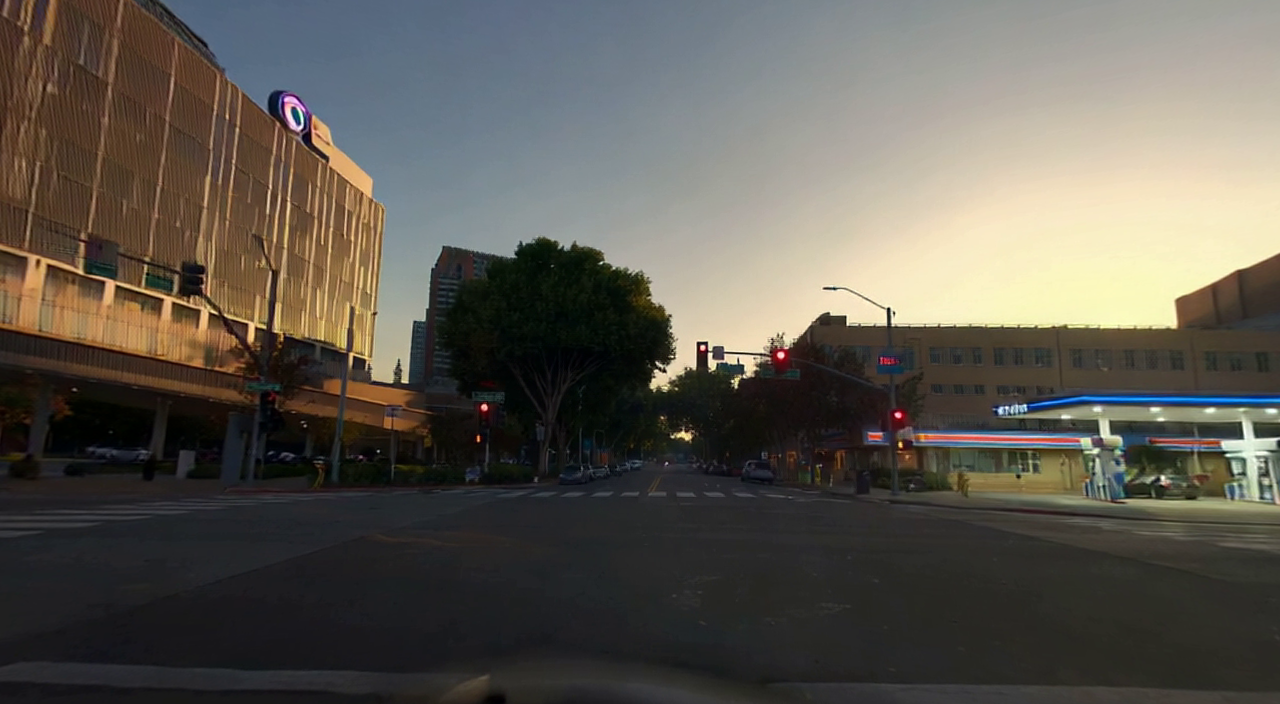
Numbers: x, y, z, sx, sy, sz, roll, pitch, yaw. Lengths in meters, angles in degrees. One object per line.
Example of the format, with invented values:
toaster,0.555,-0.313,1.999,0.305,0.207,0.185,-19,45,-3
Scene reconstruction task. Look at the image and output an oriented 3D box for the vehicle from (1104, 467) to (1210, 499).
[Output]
vehicle,27.991,7.068,34.325,1.897,1.466,4.211,1,-8,-6
